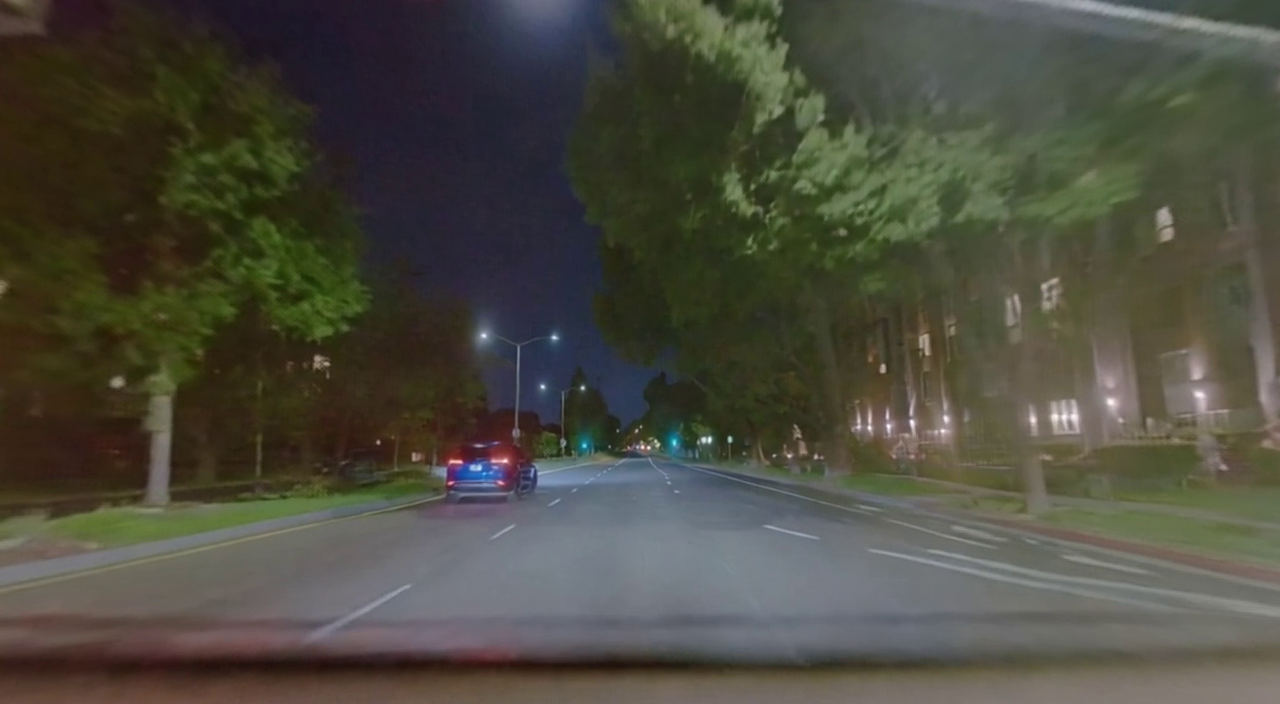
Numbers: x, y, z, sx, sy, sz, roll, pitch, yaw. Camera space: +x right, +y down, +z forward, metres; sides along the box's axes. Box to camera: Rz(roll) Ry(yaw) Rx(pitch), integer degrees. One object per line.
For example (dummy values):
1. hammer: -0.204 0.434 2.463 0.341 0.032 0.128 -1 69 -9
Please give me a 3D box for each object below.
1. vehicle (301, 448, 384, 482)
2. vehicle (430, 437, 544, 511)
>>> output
1. vehicle: -16.676 6.328 35.720 2.202 1.724 4.934 0 -8 1
2. vehicle: -3.960 3.234 17.219 1.993 1.733 4.262 0 -8 1
